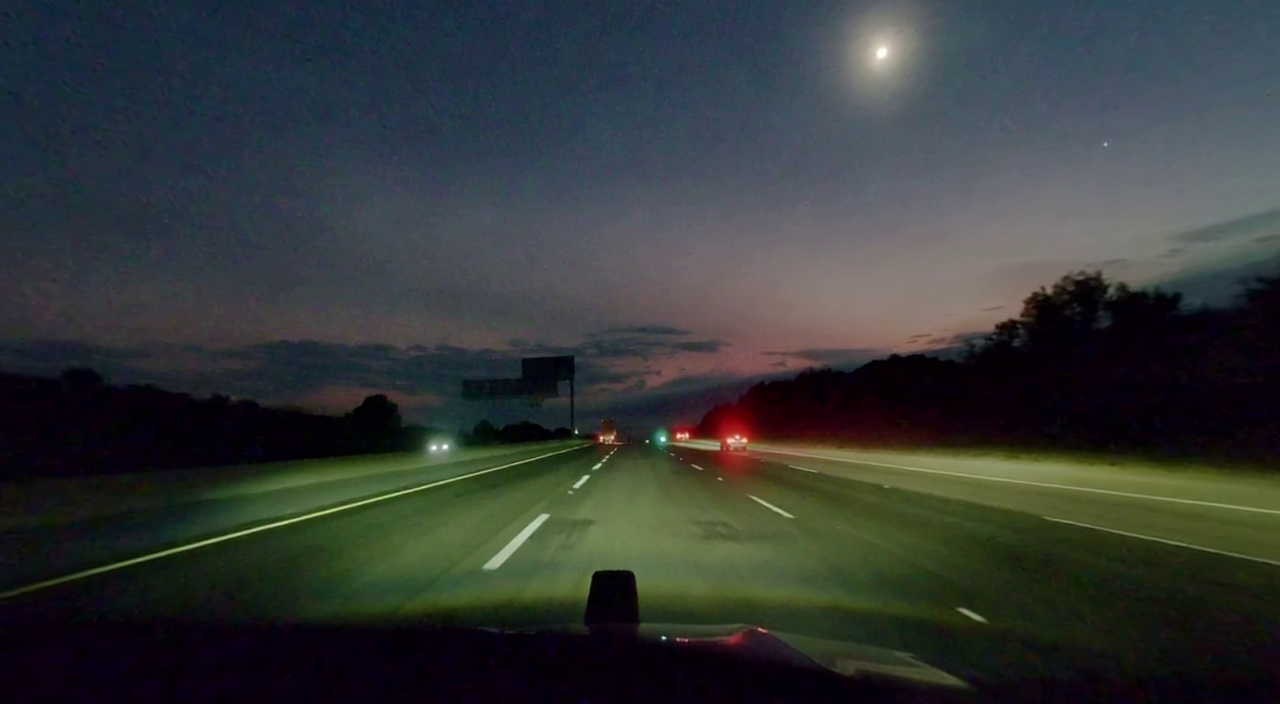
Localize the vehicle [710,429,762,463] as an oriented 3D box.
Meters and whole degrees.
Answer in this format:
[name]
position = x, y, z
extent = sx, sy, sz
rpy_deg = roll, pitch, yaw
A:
[vehicle]
position = 4.613, 4.560, 30.710
extent = 1.802, 1.492, 3.804
rpy_deg = 0, -8, -2
